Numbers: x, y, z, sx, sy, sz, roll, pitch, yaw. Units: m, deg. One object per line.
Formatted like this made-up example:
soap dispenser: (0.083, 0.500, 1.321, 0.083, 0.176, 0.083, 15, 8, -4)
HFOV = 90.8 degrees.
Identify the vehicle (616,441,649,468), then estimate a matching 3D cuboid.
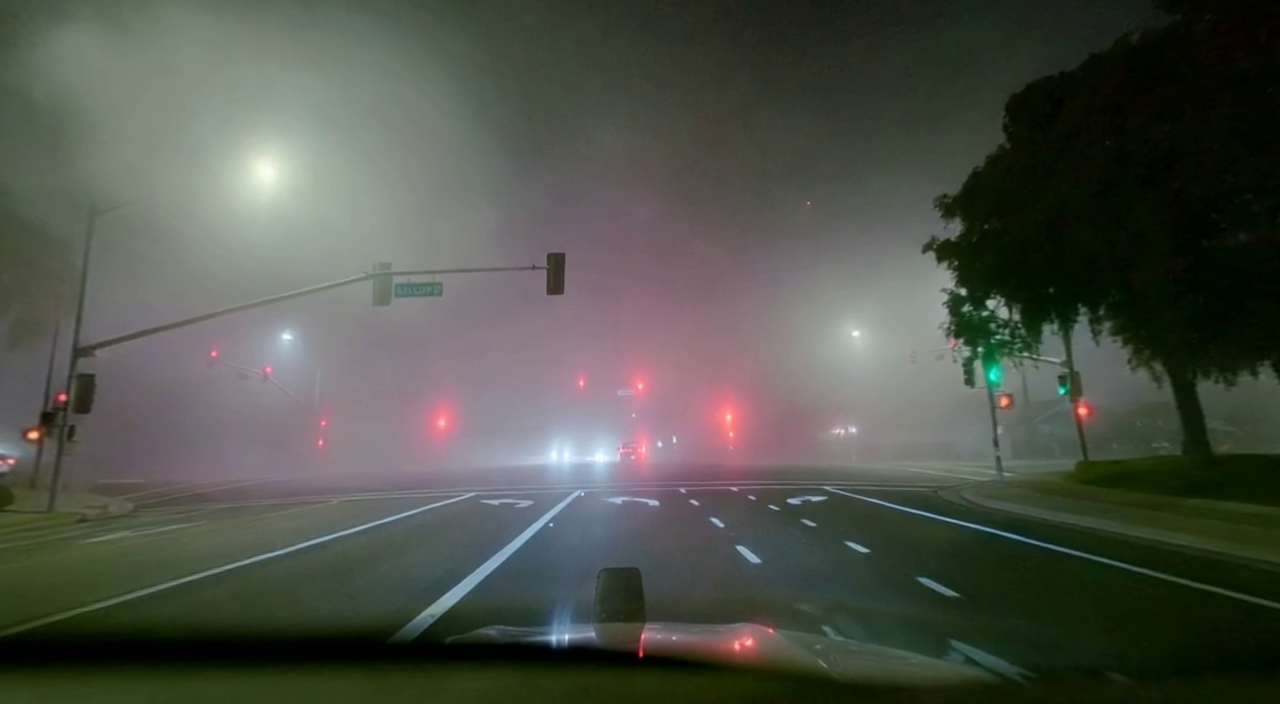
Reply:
vehicle: (-0.601, 7.325, 45.484, 2.248, 1.833, 4.798, 0, -8, -2)
